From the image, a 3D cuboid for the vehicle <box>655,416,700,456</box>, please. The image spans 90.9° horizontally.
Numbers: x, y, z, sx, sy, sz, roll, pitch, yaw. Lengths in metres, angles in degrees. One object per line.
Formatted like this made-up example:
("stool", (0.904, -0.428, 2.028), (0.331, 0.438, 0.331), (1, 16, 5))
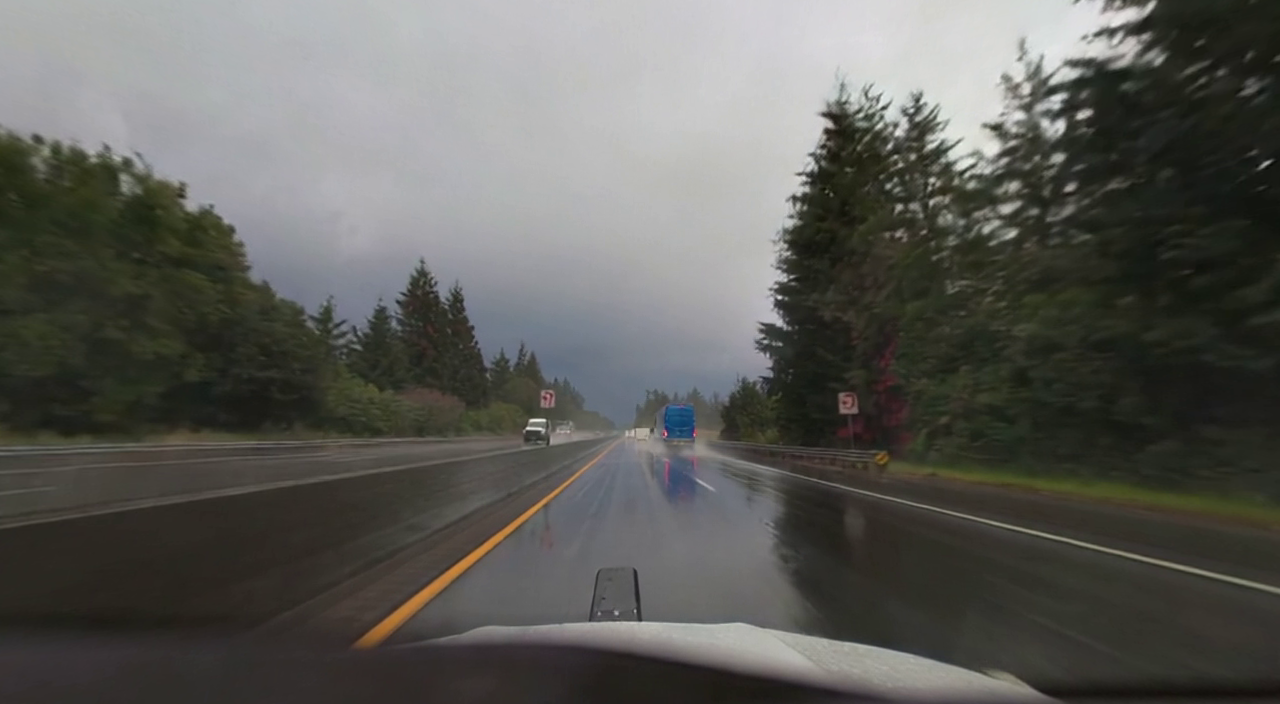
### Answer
("vehicle", (2.572, 6.003, 45.029), (2.570, 2.596, 6.082), (0, -8, -3))
